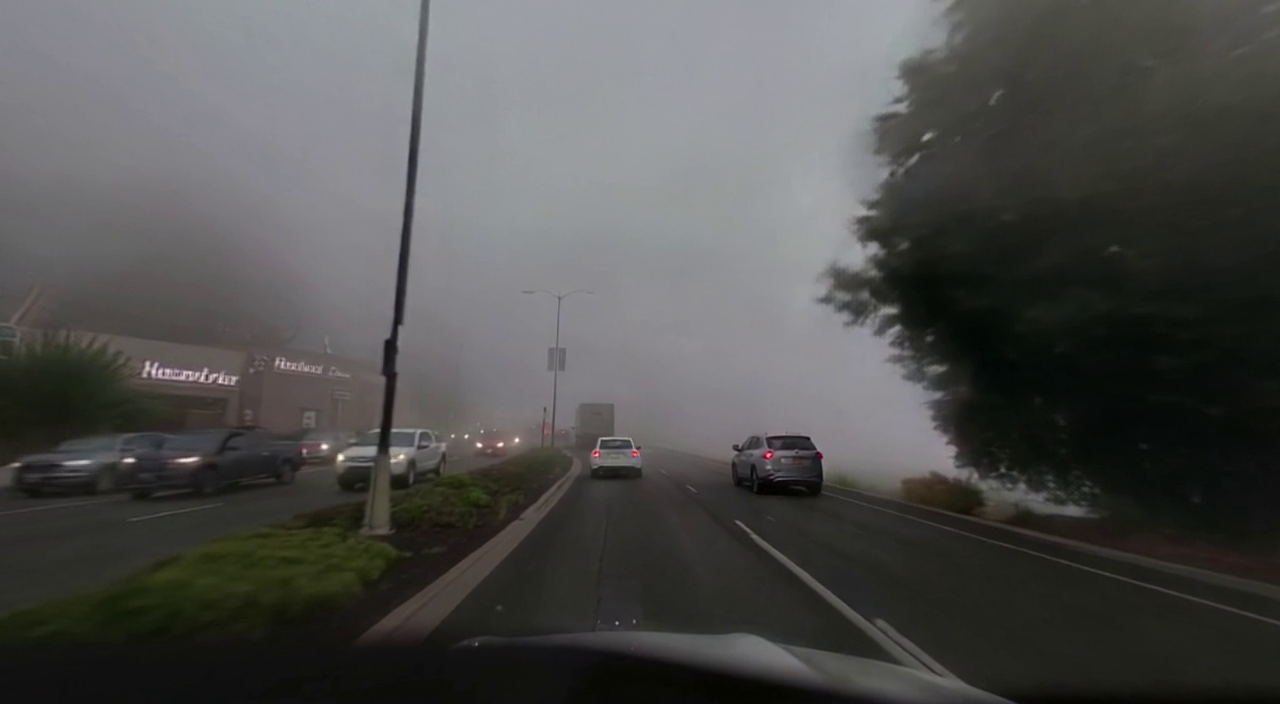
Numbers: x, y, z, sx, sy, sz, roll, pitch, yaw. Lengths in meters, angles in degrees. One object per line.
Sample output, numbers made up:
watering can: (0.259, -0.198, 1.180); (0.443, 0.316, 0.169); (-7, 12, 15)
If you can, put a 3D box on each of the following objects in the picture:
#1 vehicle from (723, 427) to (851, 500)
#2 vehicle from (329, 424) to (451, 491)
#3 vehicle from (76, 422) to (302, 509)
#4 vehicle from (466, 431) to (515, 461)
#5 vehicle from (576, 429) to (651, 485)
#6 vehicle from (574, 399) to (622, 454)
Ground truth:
vehicle: (3.310, 2.568, 15.012); (1.889, 1.480, 3.876); (1, -8, -4)
vehicle: (-6.768, 2.871, 17.578); (1.966, 1.616, 4.038); (1, -8, -4)
vehicle: (-9.837, 2.474, 14.312); (2.091, 1.642, 4.299); (0, -8, -3)
vehicle: (-8.229, 5.177, 35.033); (2.007, 1.532, 4.266); (1, -8, -5)
vehicle: (-0.839, 3.029, 18.600); (1.991, 1.472, 3.518); (1, -8, -4)
vehicle: (-3.068, 5.253, 43.973); (2.917, 3.482, 6.946); (1, -8, -7)
